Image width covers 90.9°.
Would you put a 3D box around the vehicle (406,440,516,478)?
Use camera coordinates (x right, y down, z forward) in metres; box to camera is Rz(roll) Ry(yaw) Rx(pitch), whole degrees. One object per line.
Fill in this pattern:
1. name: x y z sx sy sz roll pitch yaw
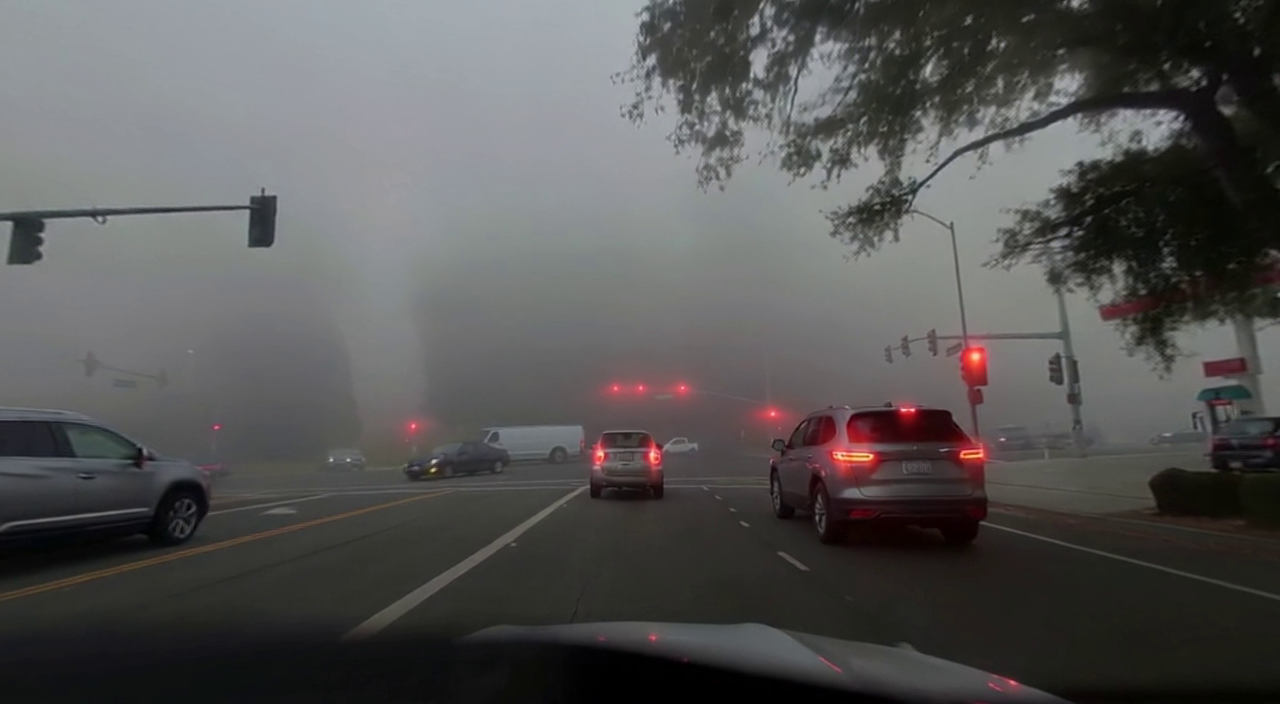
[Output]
1. vehicle: -7.718 4.636 27.568 1.847 1.508 4.366 -6 -11 35

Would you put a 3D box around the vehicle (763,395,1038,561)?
1. vehicle: 3.233 1.684 9.030 2.083 1.779 4.347 0 -9 0

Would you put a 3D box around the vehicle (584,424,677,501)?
1. vehicle: -0.185 2.776 16.137 2.067 1.702 3.987 0 -9 1

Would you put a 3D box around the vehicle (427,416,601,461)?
1. vehicle: -9.322 6.630 48.153 12.640 3.321 2.995 1 -9 -3

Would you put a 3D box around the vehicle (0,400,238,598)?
1. vehicle: -6.791 1.442 6.440 2.011 1.774 4.866 0 -9 2
